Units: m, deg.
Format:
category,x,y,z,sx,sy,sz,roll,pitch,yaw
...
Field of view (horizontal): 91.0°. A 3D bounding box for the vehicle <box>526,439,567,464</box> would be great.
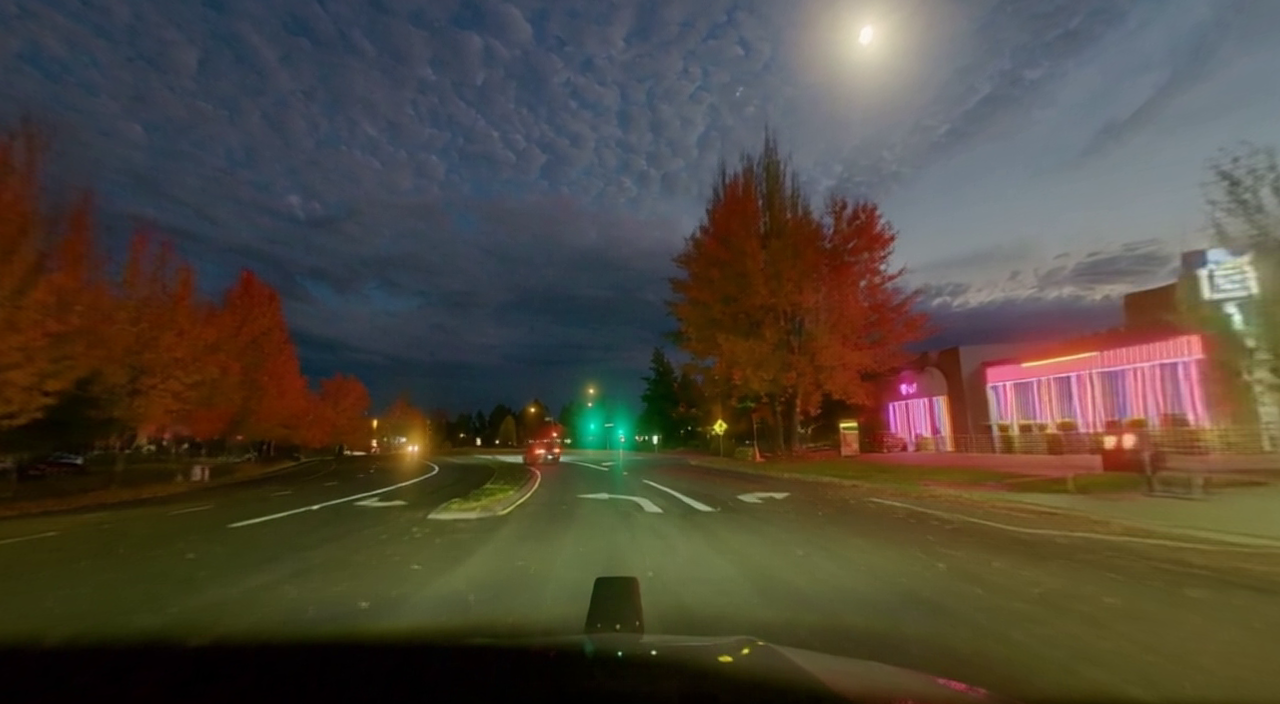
category,x,y,z,sx,sy,sz,roll,pitch,yaw
vehicle,-6.313,6.643,42.210,2.018,1.512,4.304,3,-9,-18
